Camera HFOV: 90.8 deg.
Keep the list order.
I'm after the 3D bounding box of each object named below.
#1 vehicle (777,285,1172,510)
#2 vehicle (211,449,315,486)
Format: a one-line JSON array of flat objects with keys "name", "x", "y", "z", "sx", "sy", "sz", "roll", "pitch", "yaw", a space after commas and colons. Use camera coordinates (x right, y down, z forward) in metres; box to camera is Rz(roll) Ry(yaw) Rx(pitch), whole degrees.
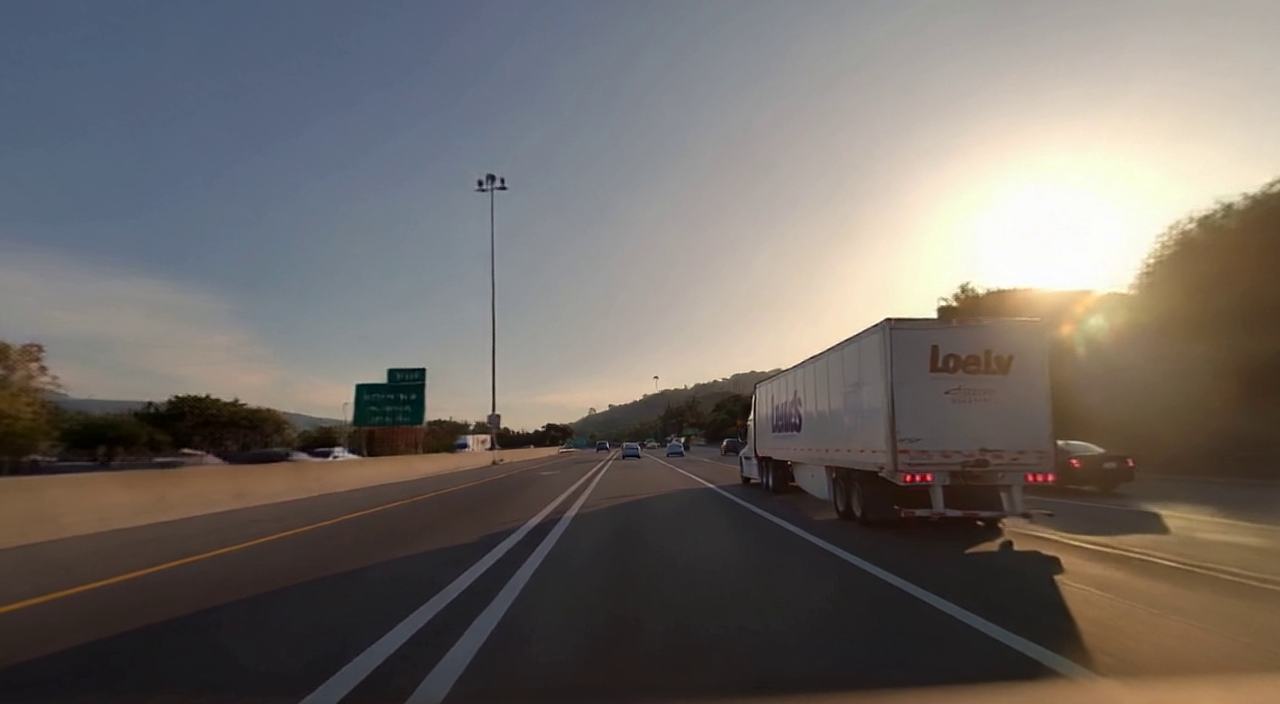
[{"name": "vehicle", "x": 7.840, "y": 1.996, "z": 19.750, "sx": 2.892, "sy": 4.128, "sz": 16.495, "roll": 0, "pitch": -8, "yaw": -2}, {"name": "vehicle", "x": -19.365, "y": 5.907, "z": 32.792, "sx": 2.272, "sy": 1.726, "sz": 5.194, "roll": 0, "pitch": -8, "yaw": -1}]
